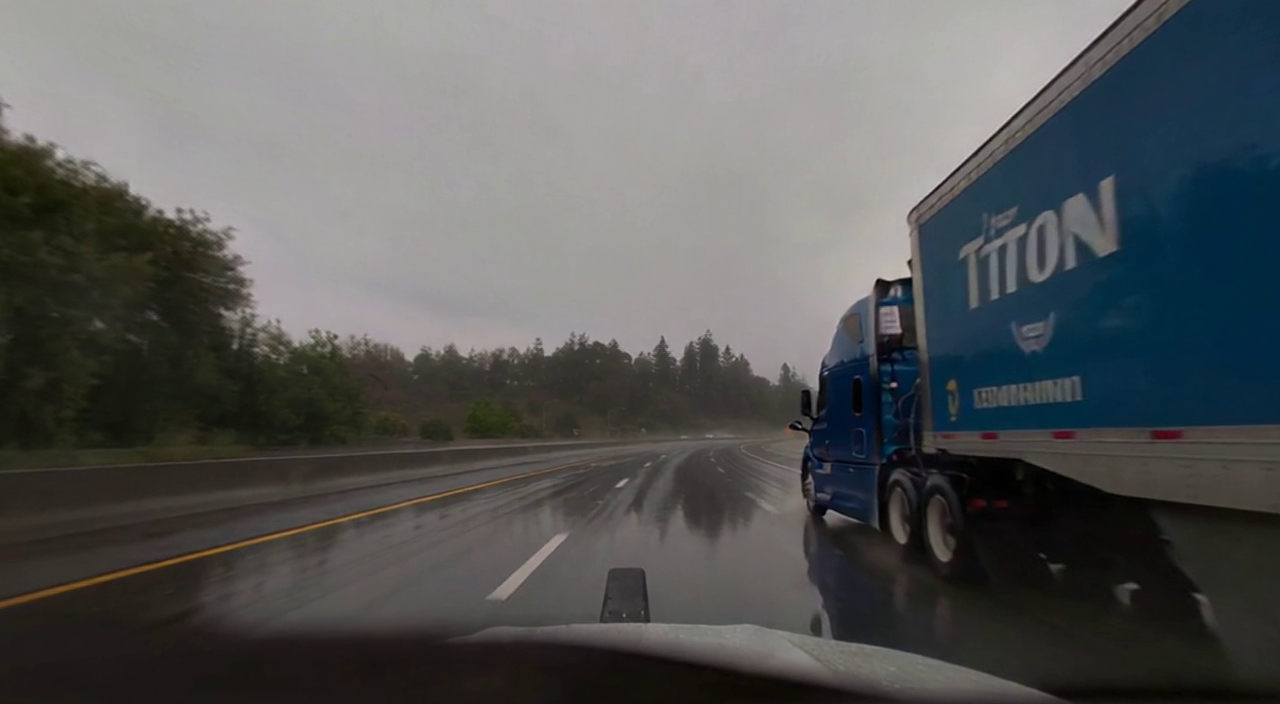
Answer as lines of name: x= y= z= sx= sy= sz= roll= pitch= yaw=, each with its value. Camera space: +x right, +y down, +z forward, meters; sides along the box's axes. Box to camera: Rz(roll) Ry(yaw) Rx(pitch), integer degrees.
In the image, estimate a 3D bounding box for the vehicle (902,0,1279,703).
vehicle: x=4.666 y=-0.474 z=1.225 sx=2.792 sy=4.056 sz=13.259 roll=0 pitch=-8 yaw=1
